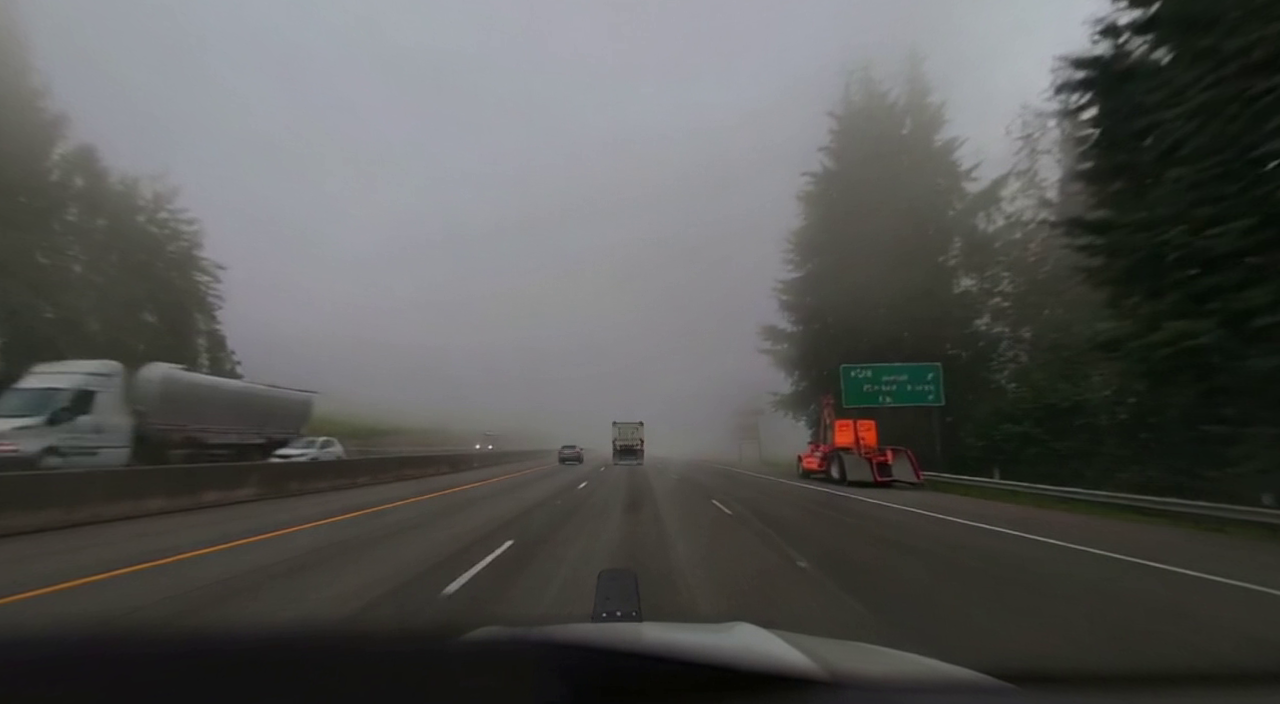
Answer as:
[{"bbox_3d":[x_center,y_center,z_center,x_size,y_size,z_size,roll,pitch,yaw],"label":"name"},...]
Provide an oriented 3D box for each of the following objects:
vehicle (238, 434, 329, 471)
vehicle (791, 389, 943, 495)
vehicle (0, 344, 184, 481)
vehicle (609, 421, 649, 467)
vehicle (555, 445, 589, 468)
[{"bbox_3d":[-15.392,4.378,27.481,1.773,1.465,3.804,0,-9,-1],"label":"vehicle"},{"bbox_3d":[6.913,2.900,20.242,2.419,2.874,6.010,0,-9,-2],"label":"vehicle"},{"bbox_3d":[-18.905,2.147,20.958,2.930,3.933,5.854,0,-9,-1],"label":"vehicle"},{"bbox_3d":[-0.851,6.689,45.693,2.672,3.056,6.900,0,-9,-2],"label":"vehicle"},{"bbox_3d":[-4.666,7.213,43.811,1.991,1.484,4.110,0,-9,-1],"label":"vehicle"}]
